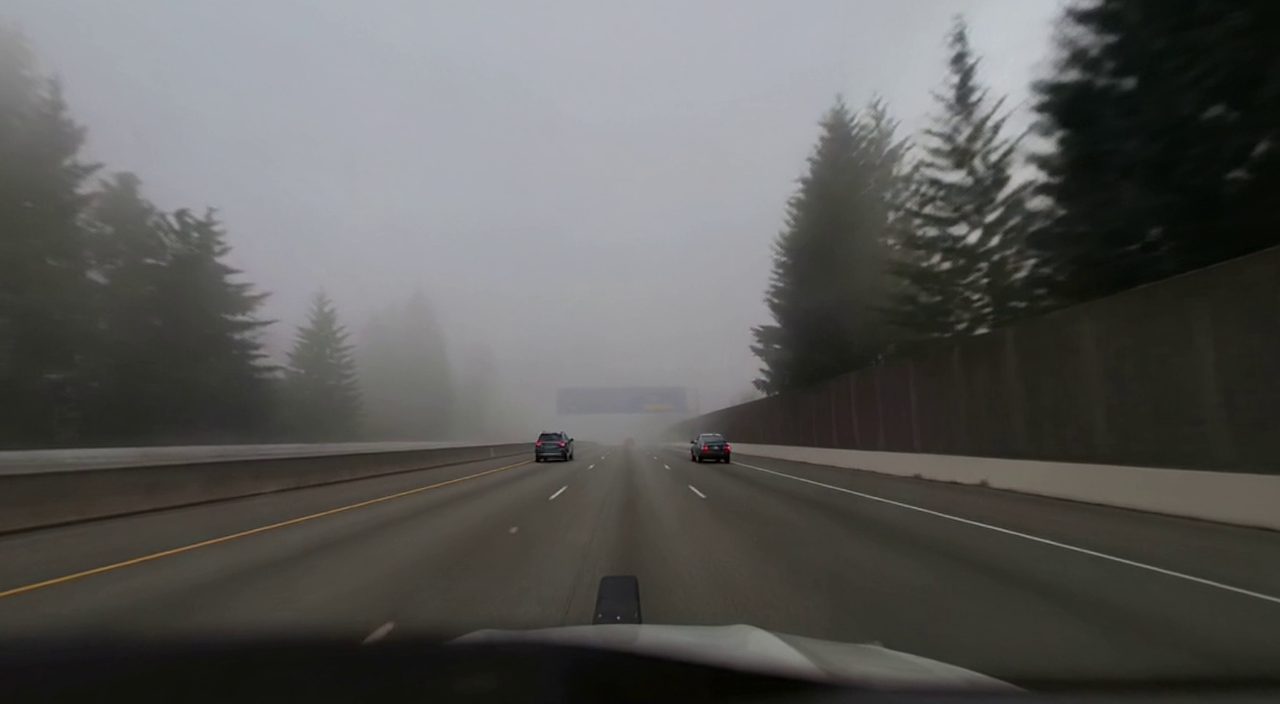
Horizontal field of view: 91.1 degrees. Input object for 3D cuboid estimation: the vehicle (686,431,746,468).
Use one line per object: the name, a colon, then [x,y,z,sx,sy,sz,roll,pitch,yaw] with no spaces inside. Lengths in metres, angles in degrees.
vehicle: [3.427,4.466,29.083,2.077,1.523,4.539,0,-8,-2]

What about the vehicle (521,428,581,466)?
vehicle: [-4.122,4.482,29.809,2.219,1.660,4.153,0,-8,0]
